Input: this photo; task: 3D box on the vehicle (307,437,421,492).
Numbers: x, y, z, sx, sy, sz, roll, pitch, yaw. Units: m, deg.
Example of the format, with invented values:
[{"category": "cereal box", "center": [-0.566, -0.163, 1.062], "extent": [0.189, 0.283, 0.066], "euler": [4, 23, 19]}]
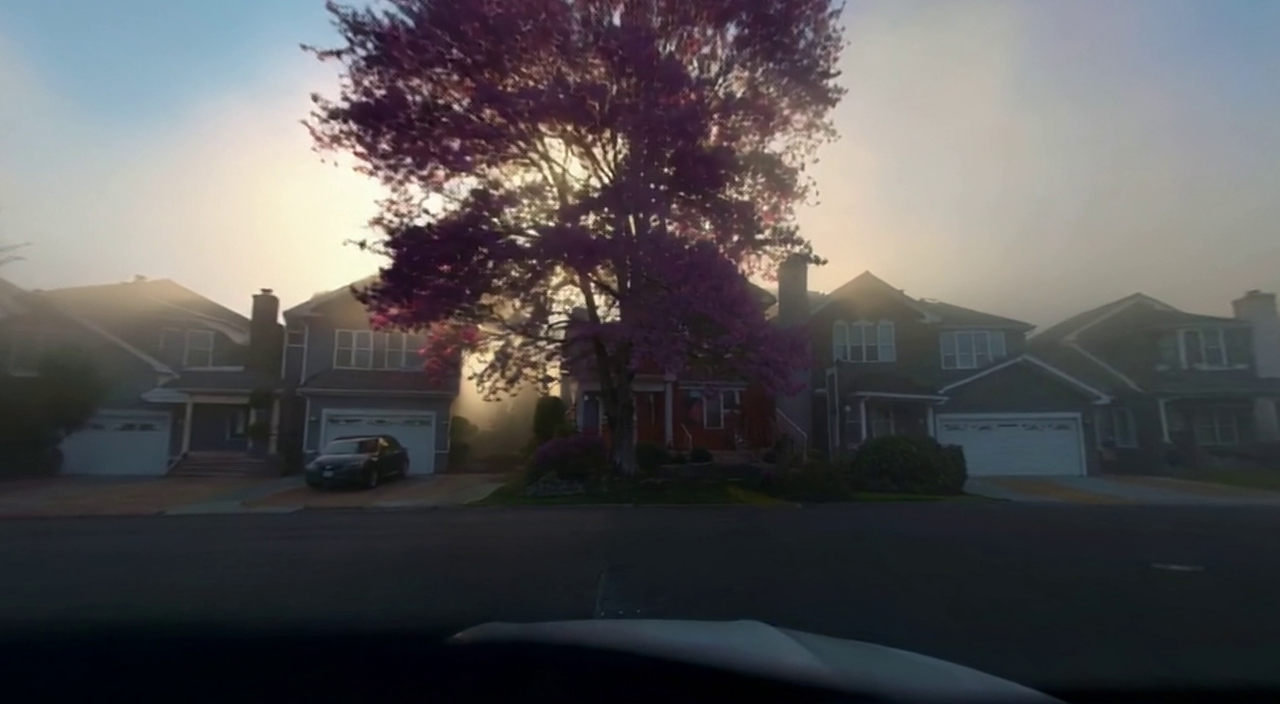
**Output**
[{"category": "vehicle", "center": [-8.329, 3.409, 19.473], "extent": [1.968, 1.491, 4.486], "euler": [1, -9, -7]}]
